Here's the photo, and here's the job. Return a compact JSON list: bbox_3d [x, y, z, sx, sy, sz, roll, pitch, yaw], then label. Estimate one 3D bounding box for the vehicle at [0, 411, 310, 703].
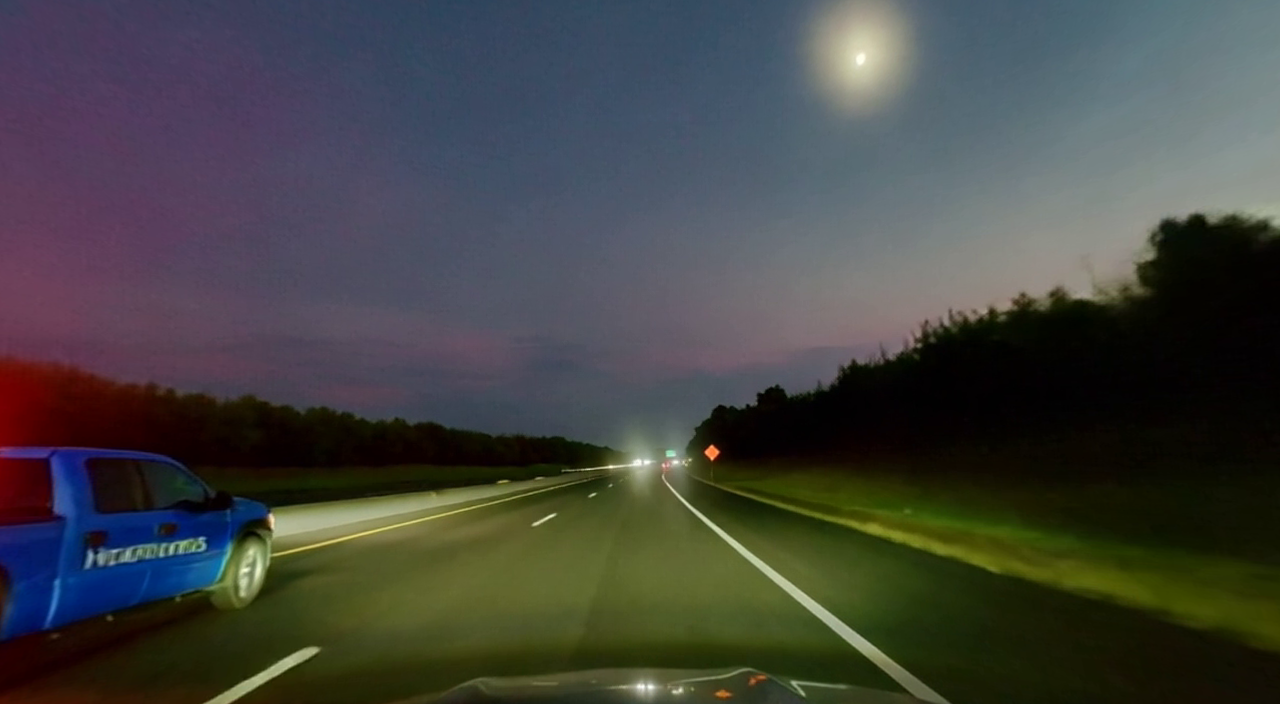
[{"bbox_3d":[-4.113,1.071,3.197,2.135,1.506,5.041,1,-10,0],"label":"vehicle"}]
